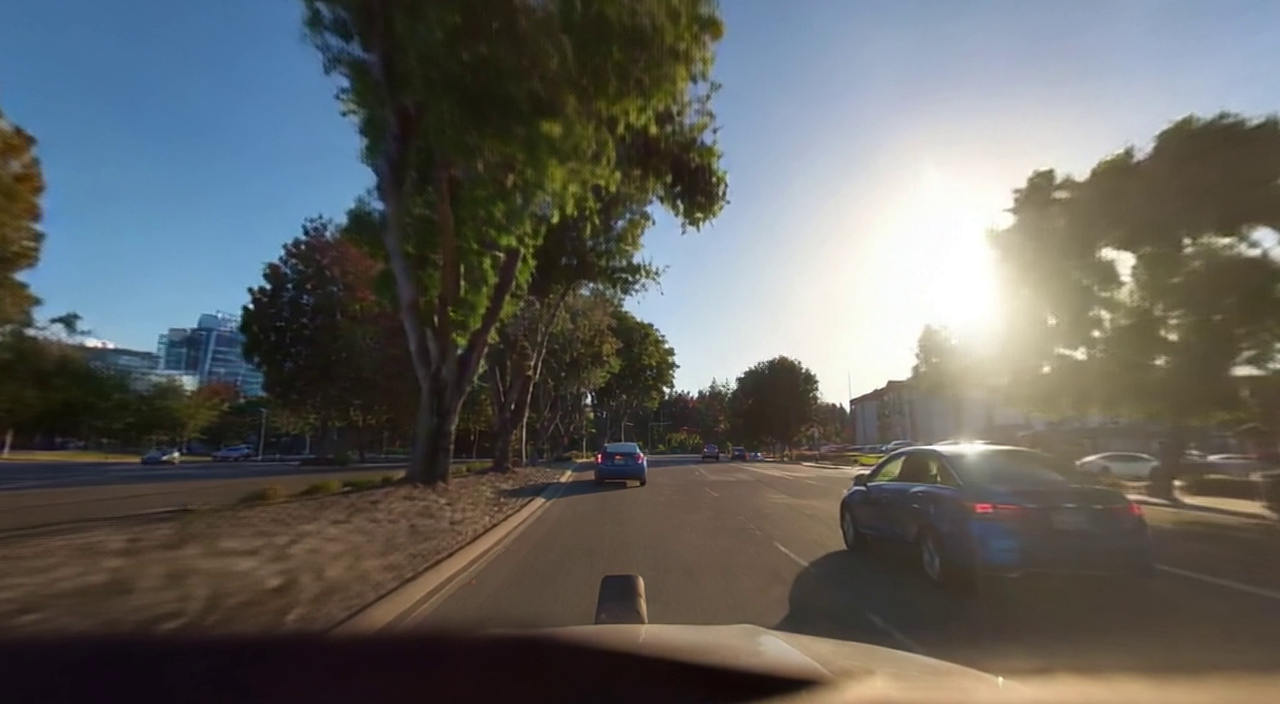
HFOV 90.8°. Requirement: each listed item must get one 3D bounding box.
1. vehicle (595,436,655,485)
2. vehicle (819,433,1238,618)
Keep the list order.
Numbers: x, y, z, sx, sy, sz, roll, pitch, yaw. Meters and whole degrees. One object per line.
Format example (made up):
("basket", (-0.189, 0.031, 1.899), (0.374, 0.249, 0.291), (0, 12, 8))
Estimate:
("vehicle", (-0.625, 4.132, 24.353), (2.085, 1.693, 4.301), (0, -8, -3))
("vehicle", (3.666, 1.683, 7.173), (1.918, 1.418, 4.360), (0, -8, -1))
